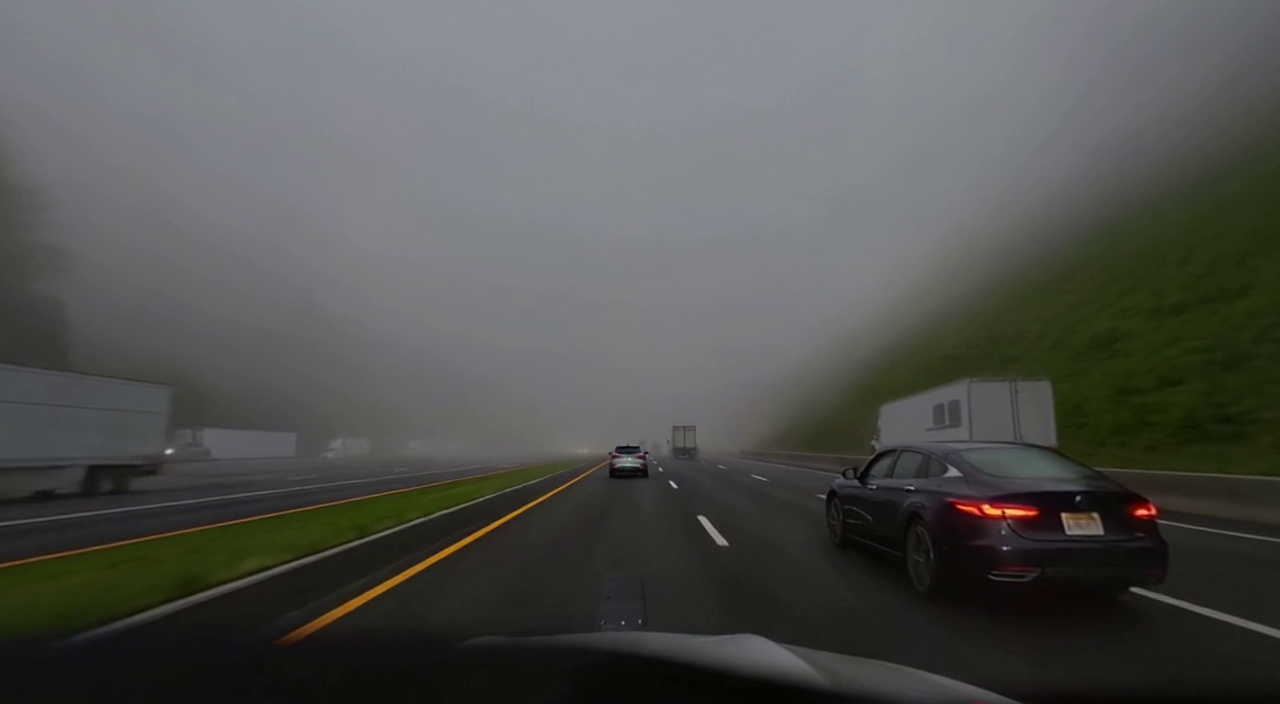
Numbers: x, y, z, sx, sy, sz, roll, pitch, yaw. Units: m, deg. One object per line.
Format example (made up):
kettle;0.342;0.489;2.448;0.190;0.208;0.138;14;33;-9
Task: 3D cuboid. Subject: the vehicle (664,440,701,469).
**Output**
vehicle;2.632;6.500;39.933;2.048;1.704;4.284;0;-9;0

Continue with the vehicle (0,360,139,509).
vehicle;-16.244;1.922;14.662;2.687;3.442;7.686;0;-9;0

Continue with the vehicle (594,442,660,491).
vehicle;-0.436;3.720;20.766;1.970;1.441;3.846;0;-9;-1

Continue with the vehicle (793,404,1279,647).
vehicle;3.218;1.471;6.443;1.997;1.534;4.664;0;-9;-2
